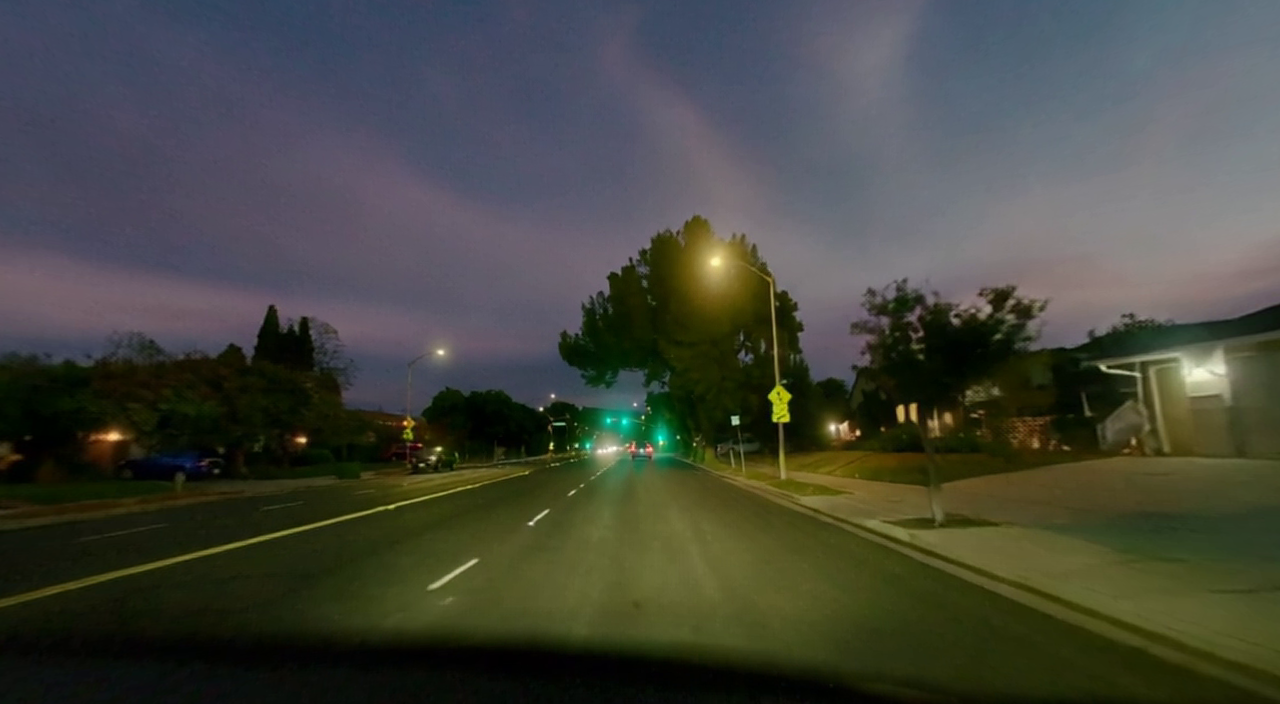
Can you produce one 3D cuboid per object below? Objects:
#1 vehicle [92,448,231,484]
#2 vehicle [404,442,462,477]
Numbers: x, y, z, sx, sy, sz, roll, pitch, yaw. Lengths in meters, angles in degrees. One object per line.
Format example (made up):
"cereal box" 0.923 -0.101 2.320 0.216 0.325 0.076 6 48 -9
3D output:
"vehicle" -22.861 5.441 30.297 4.791 1.564 2.125 0 -9 -5
"vehicle" -14.226 7.383 43.704 2.337 1.850 5.448 -4 -6 -2
